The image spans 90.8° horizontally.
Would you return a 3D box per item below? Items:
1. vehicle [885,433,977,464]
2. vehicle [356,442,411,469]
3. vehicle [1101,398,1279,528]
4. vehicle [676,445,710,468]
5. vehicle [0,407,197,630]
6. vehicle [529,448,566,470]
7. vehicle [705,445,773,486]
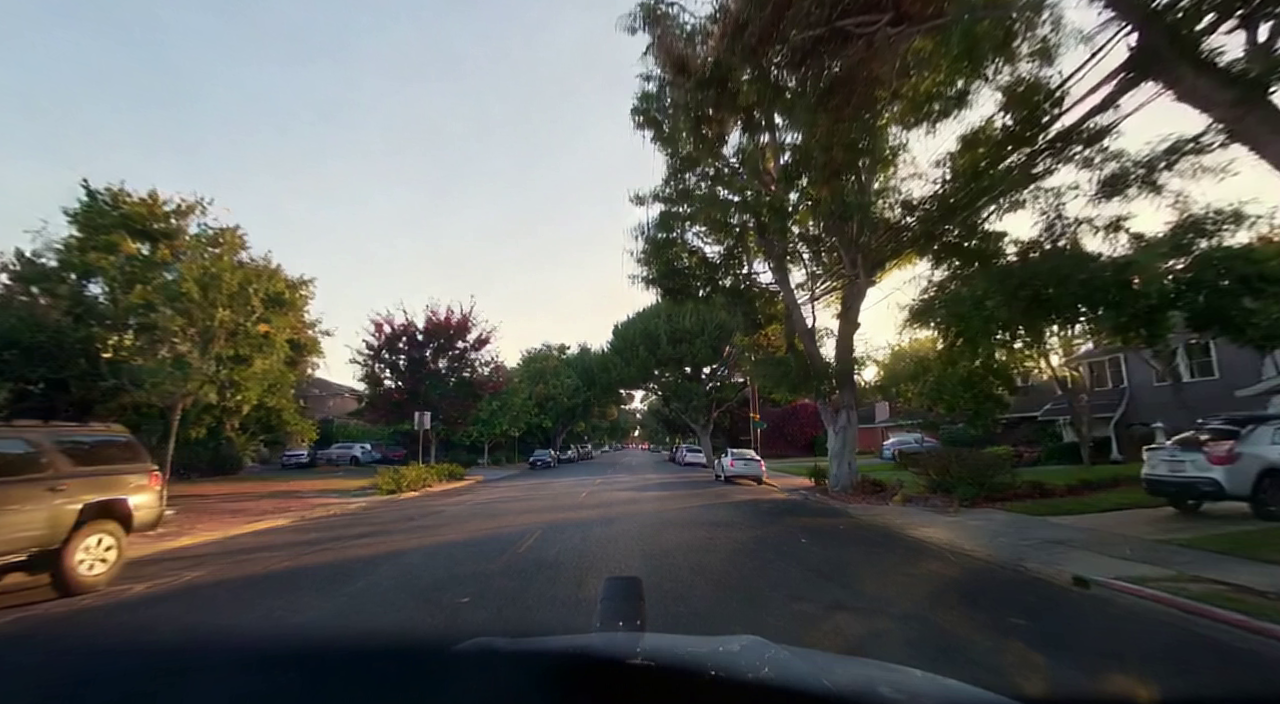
[{"bbox_3d":[16.795,5.622,36.637,4.355,1.674,1.914,-1,-10,1],"label":"vehicle"},{"bbox_3d":[-17.924,7.258,44.415,1.925,1.750,4.489,0,-9,1],"label":"vehicle"},{"bbox_3d":[10.265,1.660,9.635,4.864,1.747,1.956,0,-9,-1],"label":"vehicle"},{"bbox_3d":[3.569,7.117,43.197,1.763,1.432,4.323,0,-9,-2],"label":"vehicle"},{"bbox_3d":[-6.303,1.378,5.130,2.058,1.805,4.584,-1,-10,0],"label":"vehicle"},{"bbox_3d":[-6.551,7.599,45.133,2.031,1.454,4.410,0,-9,0],"label":"vehicle"},{"bbox_3d":[3.746,4.355,24.581,1.782,1.439,4.037,0,-9,-3],"label":"vehicle"}]
